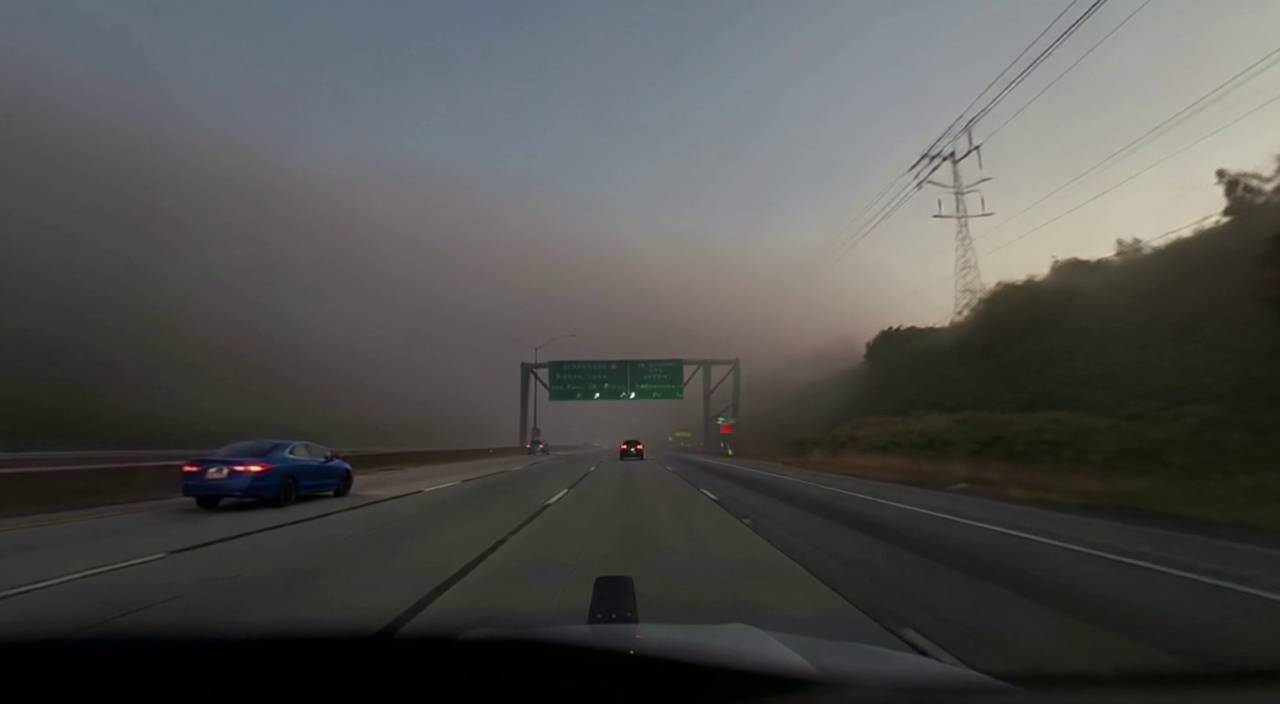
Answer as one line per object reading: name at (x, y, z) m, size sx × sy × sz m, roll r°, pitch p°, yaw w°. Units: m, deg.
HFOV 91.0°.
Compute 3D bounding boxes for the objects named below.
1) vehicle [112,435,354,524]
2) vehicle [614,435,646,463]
vehicle at (-7.663, 2.404, 12.536) m, size 1.949 × 1.428 × 4.408 m, roll 0°, pitch -8°, yaw -1°
vehicle at (-0.677, 6.402, 41.550) m, size 2.040 × 1.715 × 3.906 m, roll 0°, pitch -8°, yaw -1°
